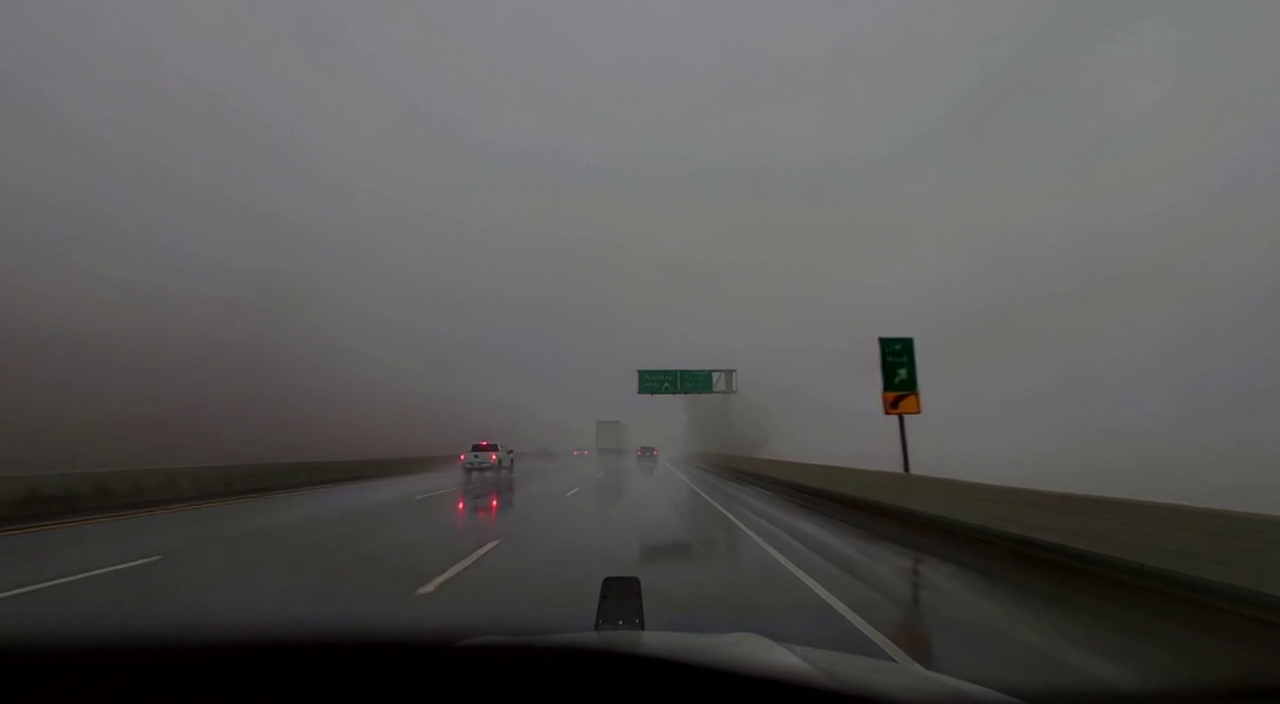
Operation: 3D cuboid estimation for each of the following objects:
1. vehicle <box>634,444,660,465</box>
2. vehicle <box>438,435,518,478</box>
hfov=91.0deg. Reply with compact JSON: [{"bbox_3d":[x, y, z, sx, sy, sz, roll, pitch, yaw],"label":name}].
[{"bbox_3d":[0.534,7.734,47.725,1.931,1.528,4.126,0,-8,1],"label":"vehicle"},{"bbox_3d":[-7.255,4.737,28.879,2.115,1.778,5.572,0,-8,1],"label":"vehicle"}]
